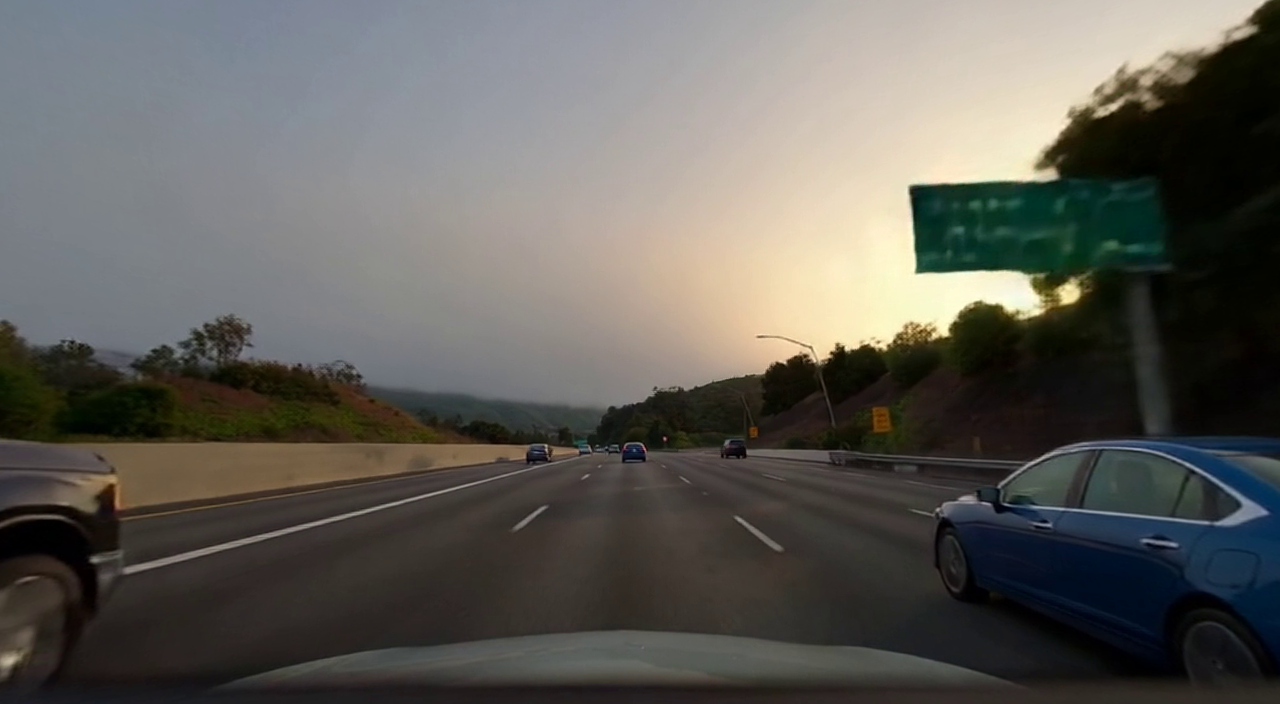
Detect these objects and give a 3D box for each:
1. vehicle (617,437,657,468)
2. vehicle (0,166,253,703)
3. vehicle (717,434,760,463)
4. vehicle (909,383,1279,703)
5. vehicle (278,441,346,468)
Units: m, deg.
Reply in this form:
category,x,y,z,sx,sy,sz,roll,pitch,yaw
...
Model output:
category,x,y,z,sx,sy,sz,roll,pitch,yaw
vehicle,-0.202,5.720,35.999,2.157,1.642,4.189,0,-9,-1
vehicle,-3.457,0.214,0.360,2.592,2.179,6.034,0,-9,0
vehicle,7.001,6.935,45.441,2.103,1.898,5.310,0,-9,-1
vehicle,3.230,0.936,2.653,2.072,1.501,4.694,0,-9,-1
vehicle,-21.457,6.721,41.559,2.058,1.667,4.623,0,-9,-1
